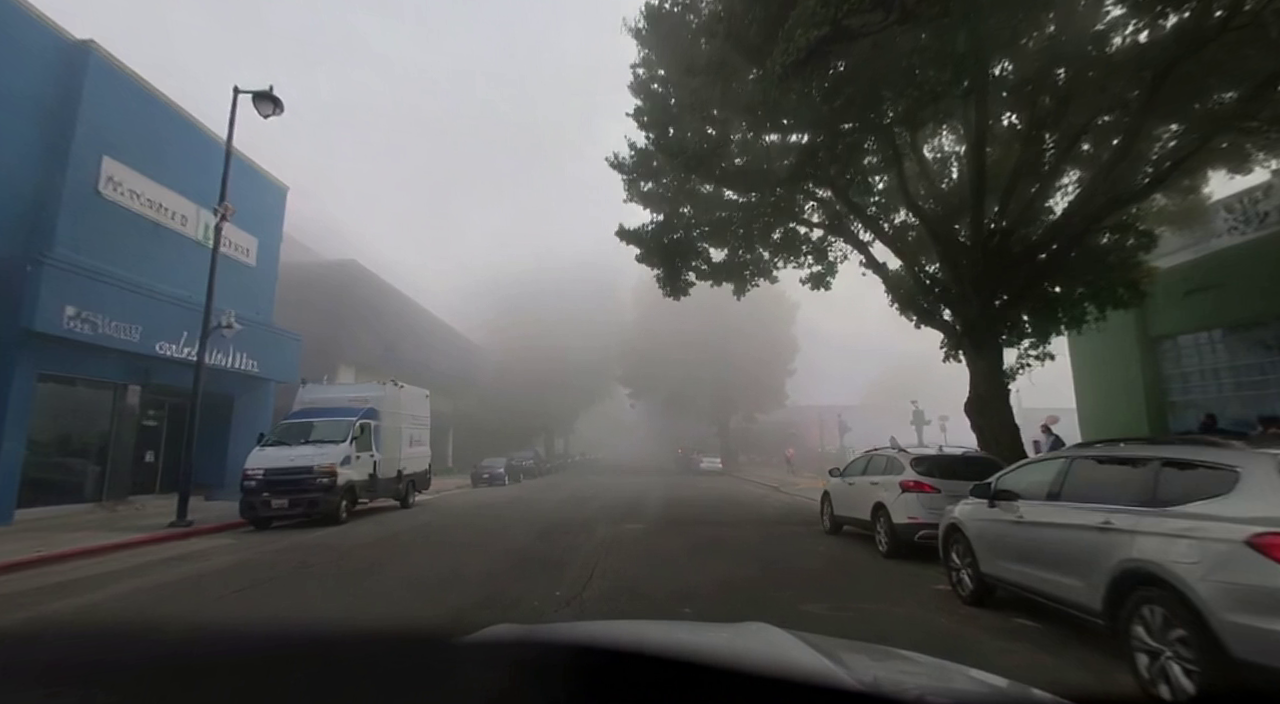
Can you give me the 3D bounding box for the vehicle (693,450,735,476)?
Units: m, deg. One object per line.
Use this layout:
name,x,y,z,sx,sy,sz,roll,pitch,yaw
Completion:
vehicle,4.481,6.776,38.788,1.973,1.494,4.867,0,-9,0

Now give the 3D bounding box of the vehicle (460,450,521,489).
vehicle,-6.835,5.369,29.230,1.917,1.487,4.659,-2,-8,-3

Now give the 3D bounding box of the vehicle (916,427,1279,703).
vehicle,3.831,1.249,3.760,2.065,1.520,4.853,0,-9,-1

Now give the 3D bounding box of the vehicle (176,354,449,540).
vehicle,-6.898,2.167,14.604,2.851,3.375,6.057,0,-8,2

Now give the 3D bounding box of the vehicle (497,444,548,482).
vehicle,-6.682,6.341,36.310,2.238,1.891,4.780,-1,-7,-2
